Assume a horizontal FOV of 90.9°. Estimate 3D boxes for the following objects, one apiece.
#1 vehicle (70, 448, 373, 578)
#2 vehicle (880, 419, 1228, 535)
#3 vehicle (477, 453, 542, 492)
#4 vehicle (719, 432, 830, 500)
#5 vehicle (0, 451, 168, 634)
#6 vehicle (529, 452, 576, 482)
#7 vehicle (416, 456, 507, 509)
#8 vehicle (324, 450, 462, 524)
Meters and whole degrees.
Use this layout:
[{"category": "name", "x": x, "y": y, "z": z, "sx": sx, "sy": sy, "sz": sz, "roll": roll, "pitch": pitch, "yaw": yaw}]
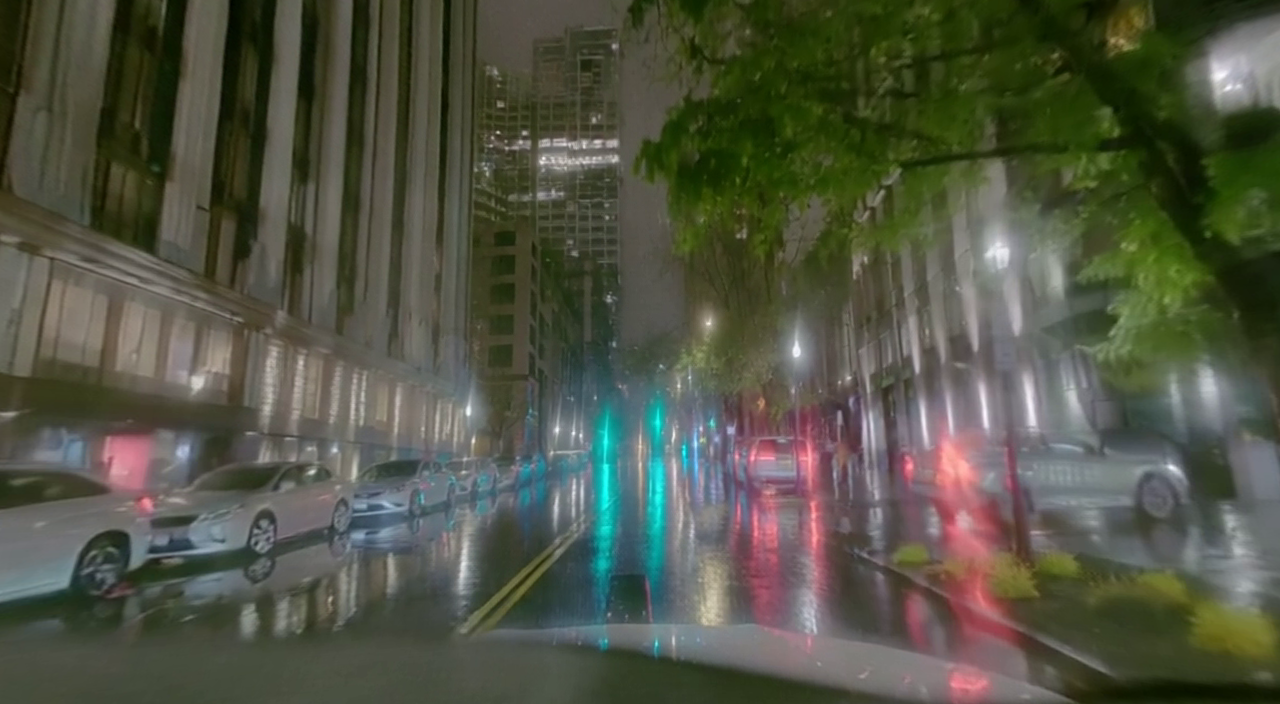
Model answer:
[{"category": "vehicle", "x": -6.697, "y": 2.555, "z": 10.952, "sx": 2.123, "sy": 1.596, "sz": 4.659, "roll": -2, "pitch": -8, "yaw": -1}, {"category": "vehicle", "x": 7.372, "y": 2.257, "z": 11.797, "sx": 4.772, "sy": 1.876, "sz": 2.400, "roll": -1, "pitch": -8, "yaw": 1}, {"category": "vehicle", "x": -5.912, "y": 5.494, "z": 29.103, "sx": 2.110, "sy": 1.498, "sz": 4.555, "roll": -2, "pitch": -8, "yaw": -1}, {"category": "vehicle", "x": 4.524, "y": 3.929, "z": 22.512, "sx": 2.568, "sy": 2.001, "sz": 5.999, "roll": -2, "pitch": -8, "yaw": -1}, {"category": "vehicle", "x": -7.004, "y": 1.735, "z": 5.305, "sx": 2.244, "sy": 1.616, "sz": 5.013, "roll": -2, "pitch": -8, "yaw": -1}, {"category": "vehicle", "x": -5.383, "y": 7.133, "z": 39.433, "sx": 2.270, "sy": 1.539, "sz": 4.855, "roll": -2, "pitch": -8, "yaw": -1}, {"category": "vehicle", "x": -6.231, "y": 4.594, "z": 22.640, "sx": 1.889, "sy": 1.451, "sz": 5.013, "roll": -2, "pitch": -8, "yaw": -1}, {"category": "vehicle", "x": -6.529, "y": 3.564, "z": 17.317, "sx": 1.944, "sy": 1.574, "sz": 4.717, "roll": -2, "pitch": -8, "yaw": -1}]
